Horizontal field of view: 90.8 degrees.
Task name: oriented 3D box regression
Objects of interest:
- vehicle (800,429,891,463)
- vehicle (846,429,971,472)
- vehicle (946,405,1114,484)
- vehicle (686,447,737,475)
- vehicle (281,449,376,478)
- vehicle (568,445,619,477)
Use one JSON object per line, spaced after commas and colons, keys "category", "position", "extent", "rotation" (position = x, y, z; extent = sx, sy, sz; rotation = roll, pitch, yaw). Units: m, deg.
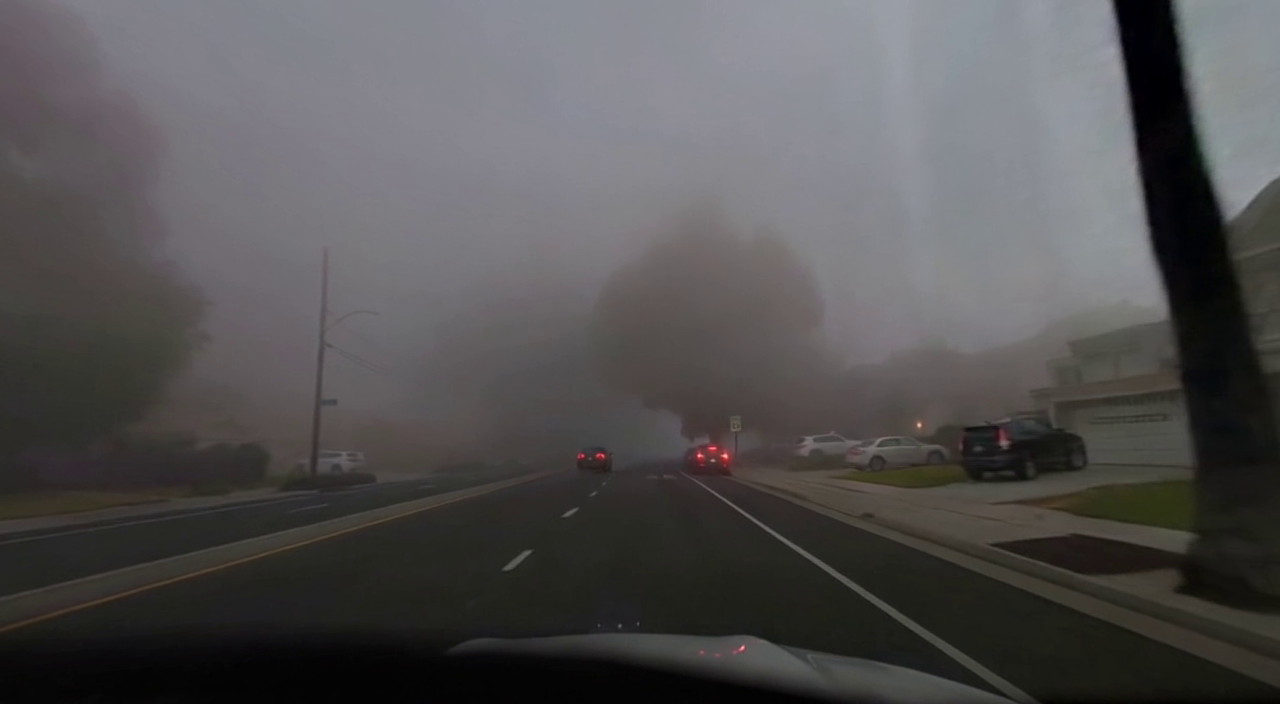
{"category": "vehicle", "position": [12.180, 5.621, 37.689], "extent": [4.710, 1.731, 1.972], "rotation": [-4, -10, 7]}
{"category": "vehicle", "position": [11.524, 4.254, 27.330], "extent": [4.454, 1.499, 1.821], "rotation": [-3, -9, -2]}
{"category": "vehicle", "position": [11.236, 2.627, 18.145], "extent": [4.531, 1.864, 2.037], "rotation": [1, -10, -32]}
{"category": "vehicle", "position": [3.891, 6.023, 35.233], "extent": [2.025, 1.456, 4.865], "rotation": [1, -9, -3]}
{"category": "vehicle", "position": [-19.757, 7.046, 40.171], "extent": [4.992, 1.779, 1.928], "rotation": [0, -9, 3]}
{"category": "vehicle", "position": [-2.241, 5.389, 31.597], "extent": [2.035, 1.474, 4.284], "rotation": [0, -9, 3]}
